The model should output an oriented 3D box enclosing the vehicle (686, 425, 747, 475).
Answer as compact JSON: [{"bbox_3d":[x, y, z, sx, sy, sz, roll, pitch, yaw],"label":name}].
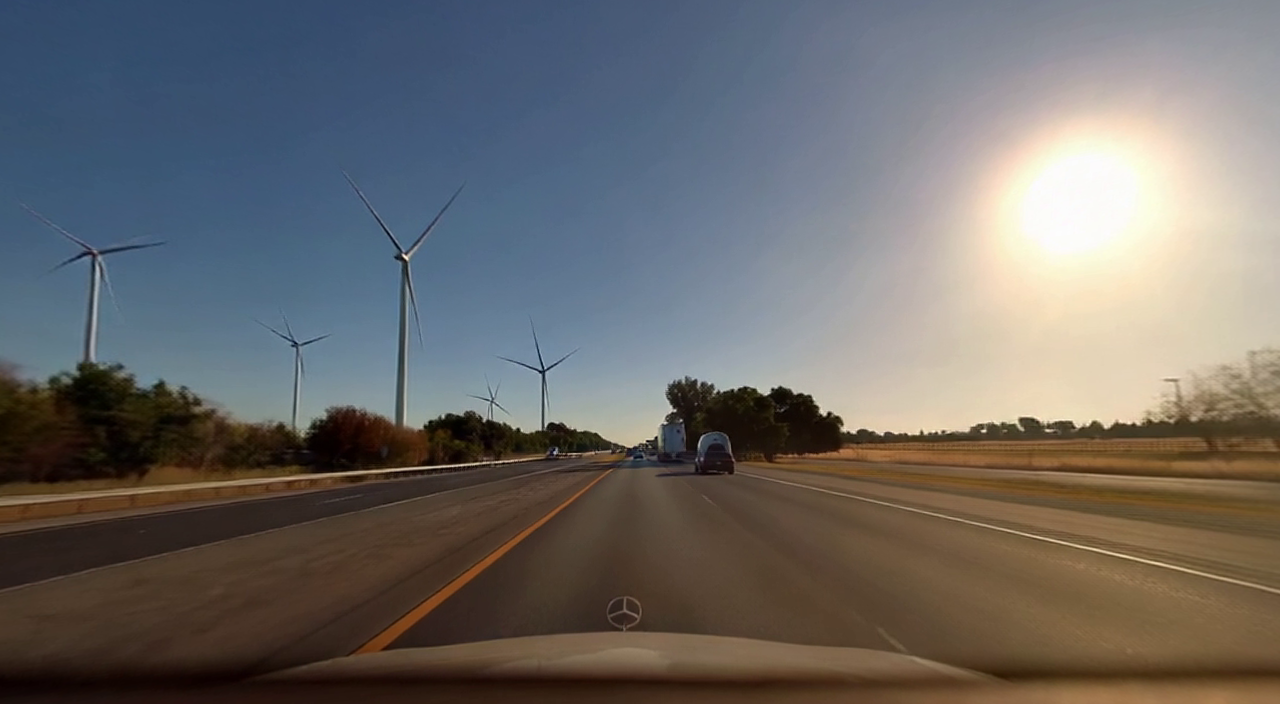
[{"bbox_3d":[4.278,5.629,36.209,2.609,2.648,5.397,0,-9,-2],"label":"vehicle"}]
